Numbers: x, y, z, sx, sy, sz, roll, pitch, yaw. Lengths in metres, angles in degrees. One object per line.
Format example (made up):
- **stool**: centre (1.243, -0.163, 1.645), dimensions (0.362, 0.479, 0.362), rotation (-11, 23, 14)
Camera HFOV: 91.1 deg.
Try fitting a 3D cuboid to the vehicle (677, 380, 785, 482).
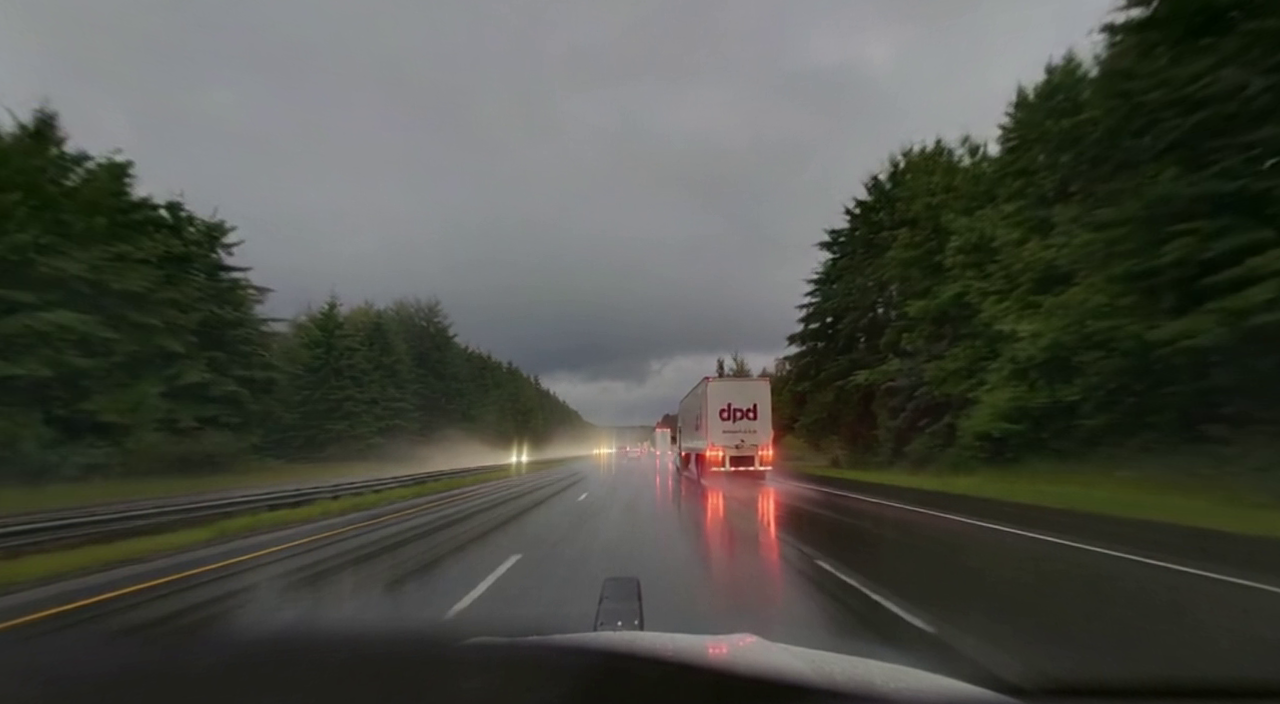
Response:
- **vehicle**: centre (3.984, 4.171, 31.723), dimensions (2.973, 4.007, 14.076), rotation (0, -9, -1)
